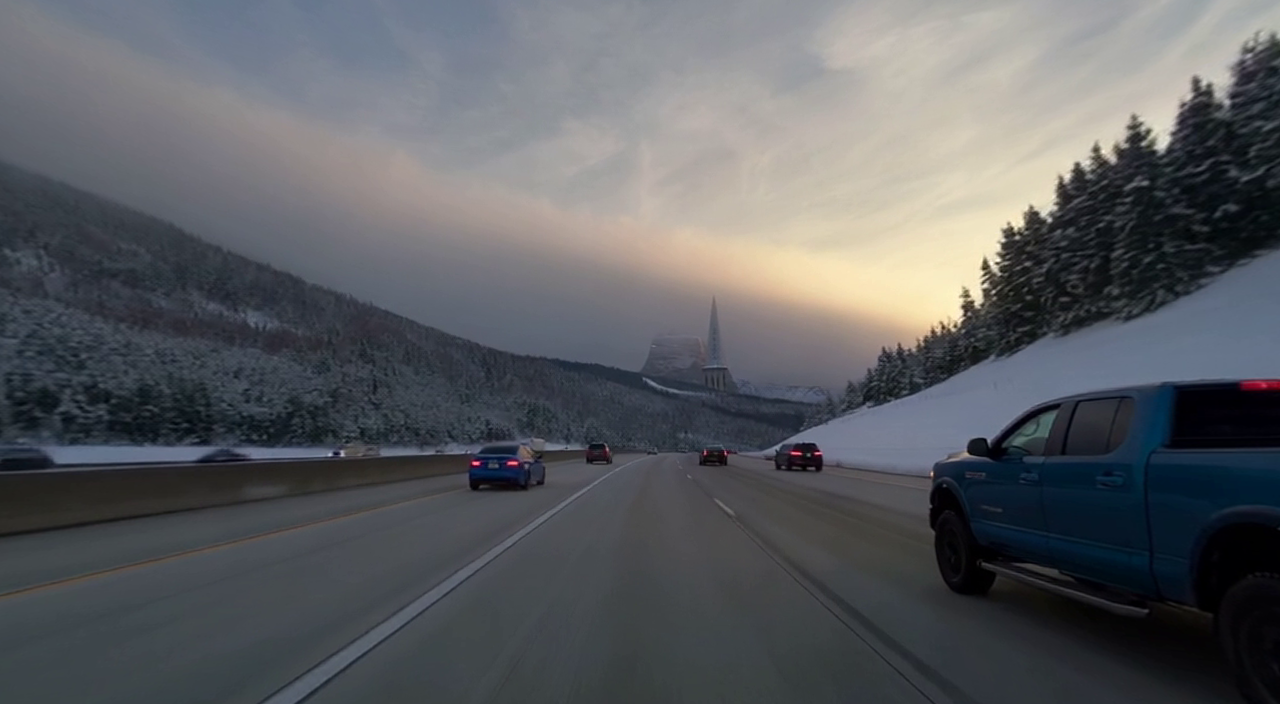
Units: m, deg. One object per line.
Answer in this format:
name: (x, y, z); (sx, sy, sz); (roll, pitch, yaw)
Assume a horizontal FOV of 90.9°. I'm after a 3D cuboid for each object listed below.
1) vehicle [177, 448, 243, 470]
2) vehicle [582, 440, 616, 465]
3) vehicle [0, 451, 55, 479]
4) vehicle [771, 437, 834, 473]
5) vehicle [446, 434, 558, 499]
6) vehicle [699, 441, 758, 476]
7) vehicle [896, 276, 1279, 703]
vehicle: (-30.176, 7.495, 44.402); (1.719, 1.419, 4.075); (0, -8, 2)
vehicle: (-2.913, 7.285, 45.860); (2.021, 1.679, 4.310); (-1, -8, 3)
vehicle: (-34.286, 6.041, 33.871); (1.686, 1.423, 4.192); (0, -8, 1)
vehicle: (8.030, 5.113, 31.566); (1.986, 1.633, 4.430); (0, -8, 0)
vehicle: (-3.819, 3.250, 18.365); (2.113, 1.636, 4.494); (-1, -8, 2)
vehicle: (3.966, 4.837, 28.899); (2.046, 1.471, 4.333); (0, -8, 0)
vehicle: (3.449, 0.820, 3.265); (2.098, 1.925, 5.171); (0, -8, 1)
